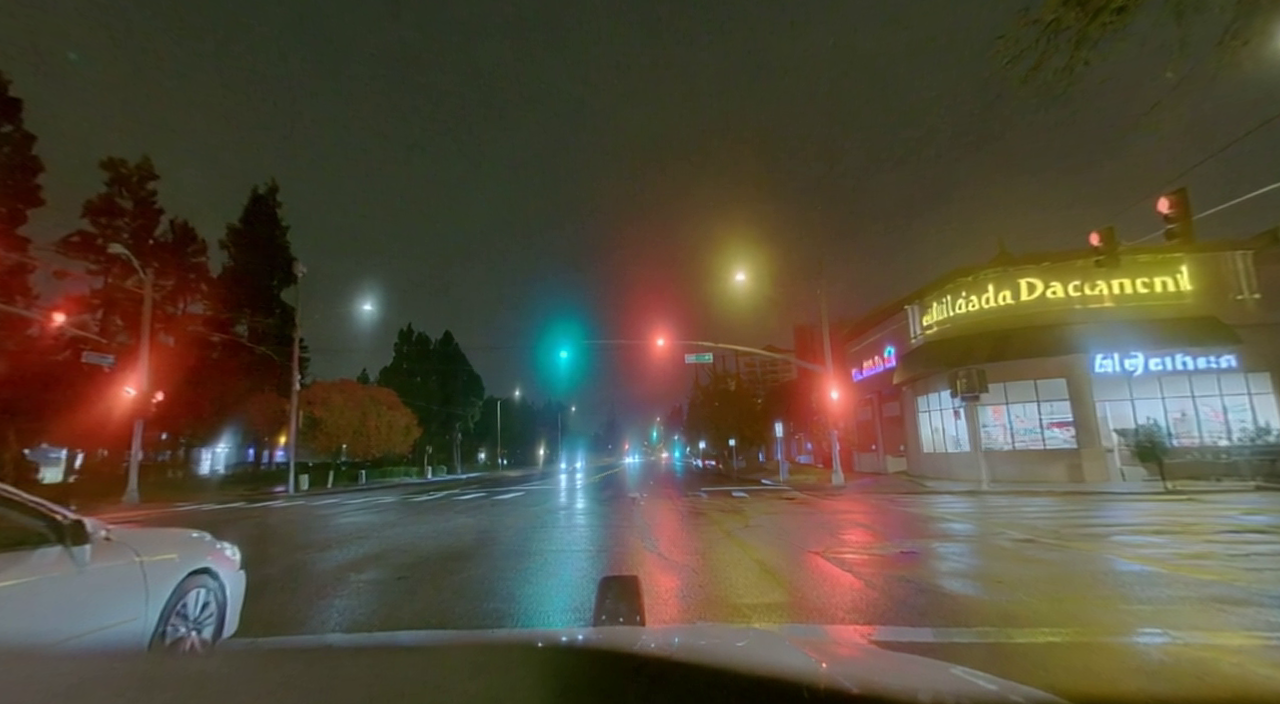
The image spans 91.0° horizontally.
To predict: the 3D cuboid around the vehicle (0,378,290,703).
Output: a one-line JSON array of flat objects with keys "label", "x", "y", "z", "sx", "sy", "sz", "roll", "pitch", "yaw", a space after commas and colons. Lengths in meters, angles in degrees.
[{"label": "vehicle", "x": -3.496, "y": 0.893, "z": 2.269, "sx": 1.947, "sy": 1.627, "sz": 4.248, "roll": 0, "pitch": -9, "yaw": 1}]
